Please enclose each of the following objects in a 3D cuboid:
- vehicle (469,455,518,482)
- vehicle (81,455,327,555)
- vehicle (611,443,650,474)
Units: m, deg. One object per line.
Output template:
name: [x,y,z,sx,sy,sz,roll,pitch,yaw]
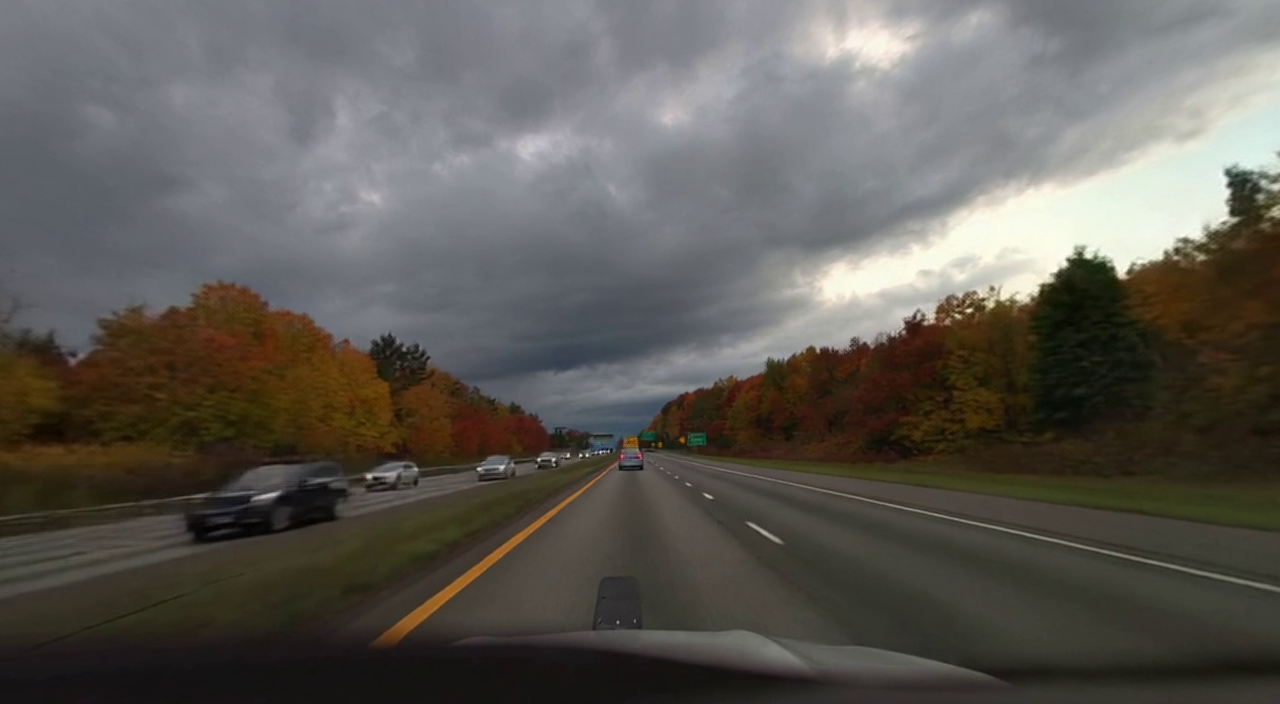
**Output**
vehicle: [-9.120,7.312,39.463,1.933,1.527,4.642,-1,-9,0]
vehicle: [-8.717,3.040,13.168,1.991,1.650,4.391,-1,-9,0]
vehicle: [-0.556,6.264,36.974,2.168,1.705,4.272,-1,-9,-1]
